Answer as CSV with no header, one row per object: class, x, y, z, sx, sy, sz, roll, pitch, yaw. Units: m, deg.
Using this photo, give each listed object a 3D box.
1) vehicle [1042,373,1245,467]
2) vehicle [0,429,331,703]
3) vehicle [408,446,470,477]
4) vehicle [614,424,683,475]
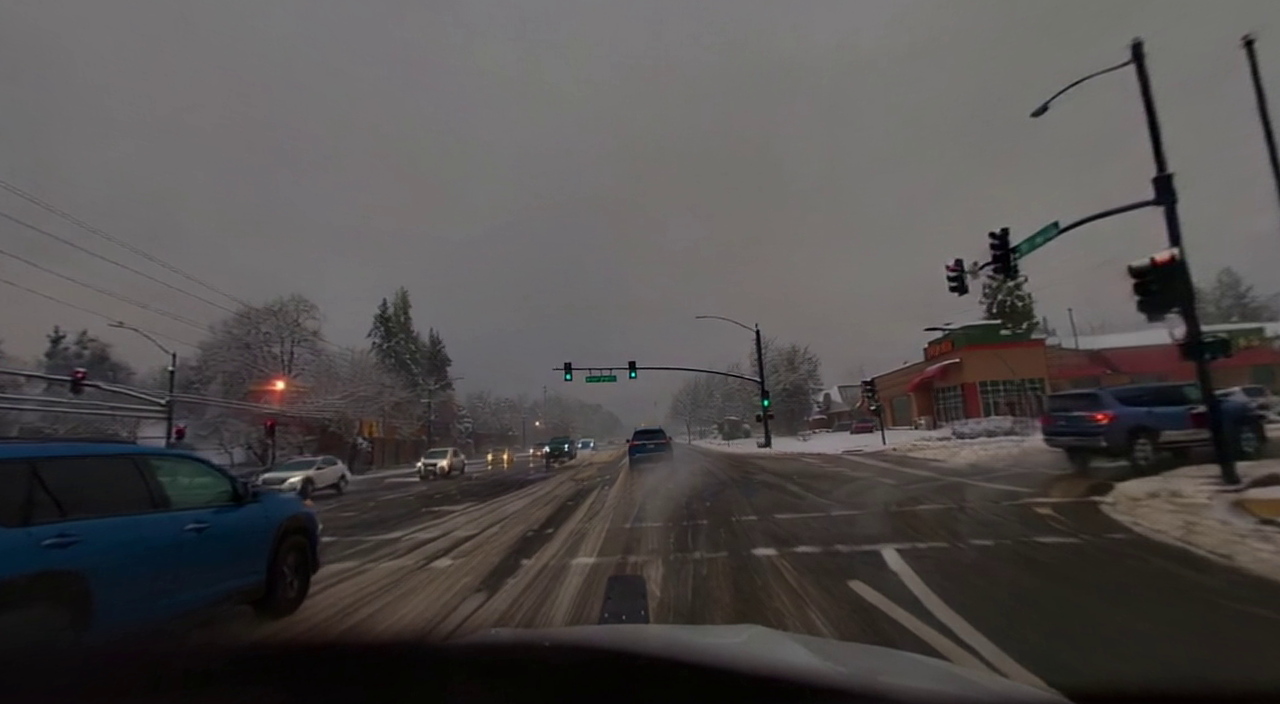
vehicle,13.703,1.904,17.054,5.877,2.148,2.452,5,-10,-34
vehicle,-3.632,1.149,3.189,1.996,1.463,4.094,-1,-8,1
vehicle,-11.436,6.236,36.212,2.184,1.641,4.429,0,-8,-1
vehicle,0.255,3.952,25.826,2.513,1.854,5.235,0,-8,-1
